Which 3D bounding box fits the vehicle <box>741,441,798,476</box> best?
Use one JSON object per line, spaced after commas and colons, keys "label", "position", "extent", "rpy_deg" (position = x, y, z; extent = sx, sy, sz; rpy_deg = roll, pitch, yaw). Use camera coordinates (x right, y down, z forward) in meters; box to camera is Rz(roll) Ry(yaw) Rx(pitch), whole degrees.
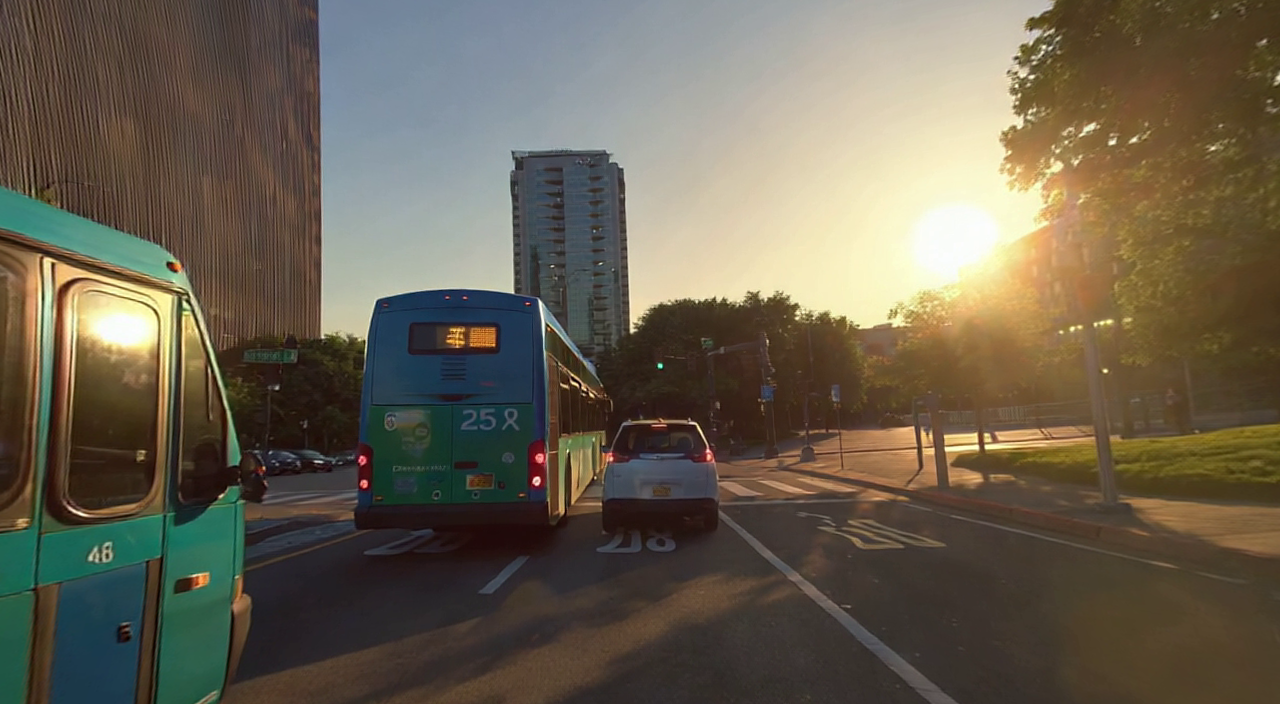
{"label": "vehicle", "position": [6.163, 5.103, 30.468], "extent": [1.919, 1.529, 4.059], "rpy_deg": [0, -9, 1]}

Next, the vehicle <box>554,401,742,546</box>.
{"label": "vehicle", "position": [0.128, 1.946, 10.638], "extent": [2.500, 1.912, 4.270], "rpy_deg": [0, -9, 1]}

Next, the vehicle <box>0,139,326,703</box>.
{"label": "vehicle", "position": [-2.754, 0.331, 0.231], "extent": [2.329, 2.089, 5.659], "rpy_deg": [0, -9, 0]}

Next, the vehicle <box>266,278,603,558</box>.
{"label": "vehicle", "position": [-2.881, 1.780, 14.554], "extent": [3.042, 3.445, 13.615], "rpy_deg": [0, -9, 1]}
